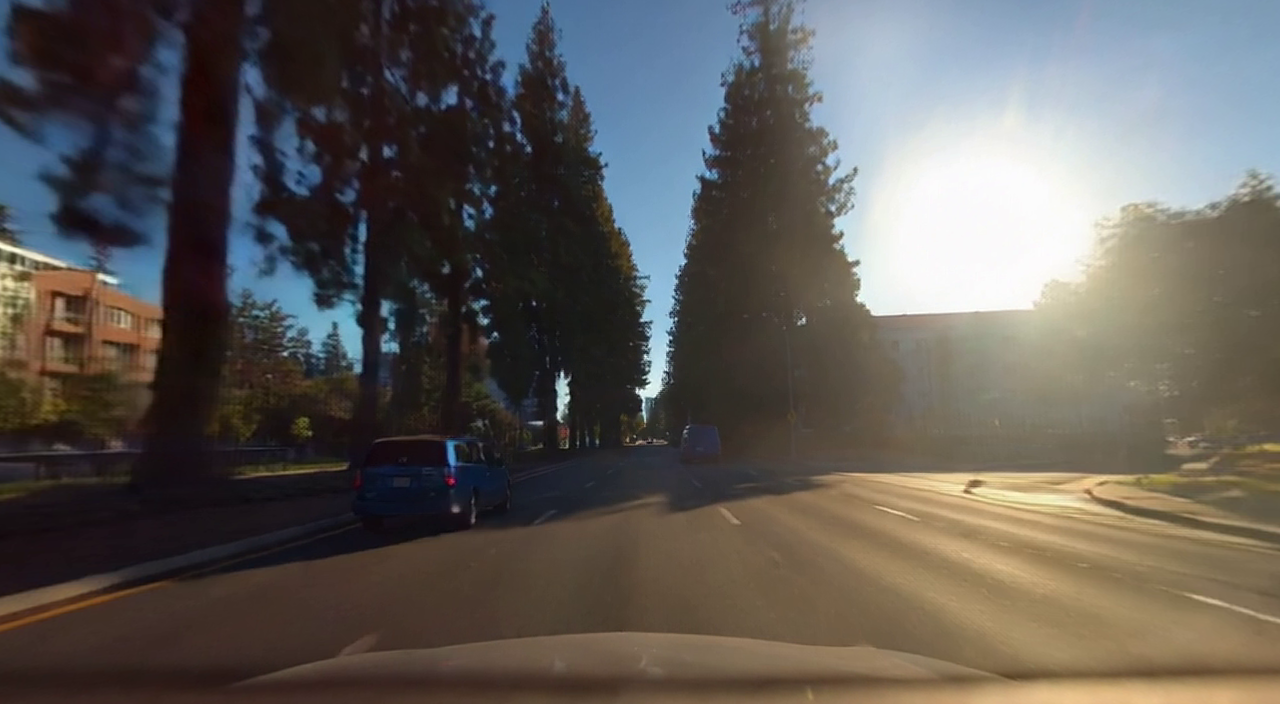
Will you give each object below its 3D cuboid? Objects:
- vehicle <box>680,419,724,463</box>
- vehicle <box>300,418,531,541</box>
[{"bbox_3d":[3.958,5.863,41.284,2.349,2.671,5.744,0,-8,0],"label":"vehicle"},{"bbox_3d":[-3.377,2.024,10.668,2.129,1.602,4.532,0,-8,2],"label":"vehicle"}]
